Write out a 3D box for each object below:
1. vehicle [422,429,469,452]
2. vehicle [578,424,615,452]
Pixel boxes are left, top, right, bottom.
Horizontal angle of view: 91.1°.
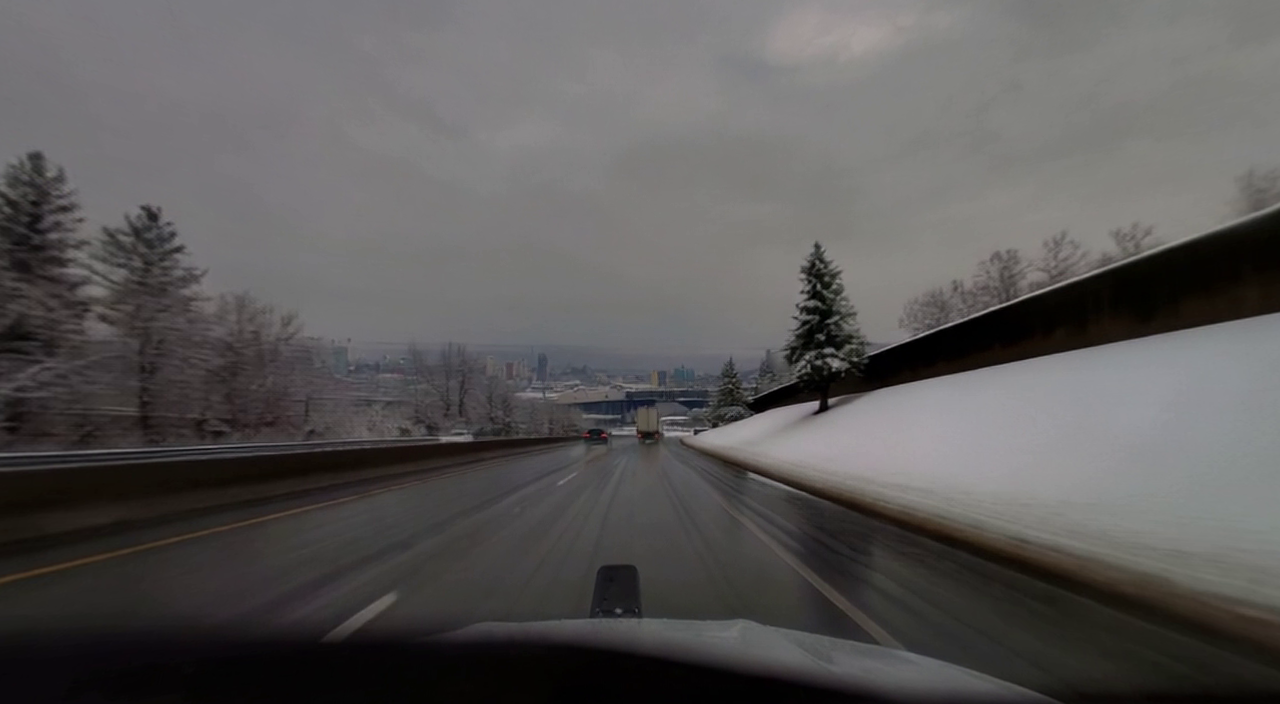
[{"bbox_3d":[-13.654,6.235,44.446,1.904,1.578,4.194,0,-7,1],"label":"vehicle"},{"bbox_3d":[-2.724,5.485,40.193,2.018,1.678,4.312,0,-8,1],"label":"vehicle"}]
